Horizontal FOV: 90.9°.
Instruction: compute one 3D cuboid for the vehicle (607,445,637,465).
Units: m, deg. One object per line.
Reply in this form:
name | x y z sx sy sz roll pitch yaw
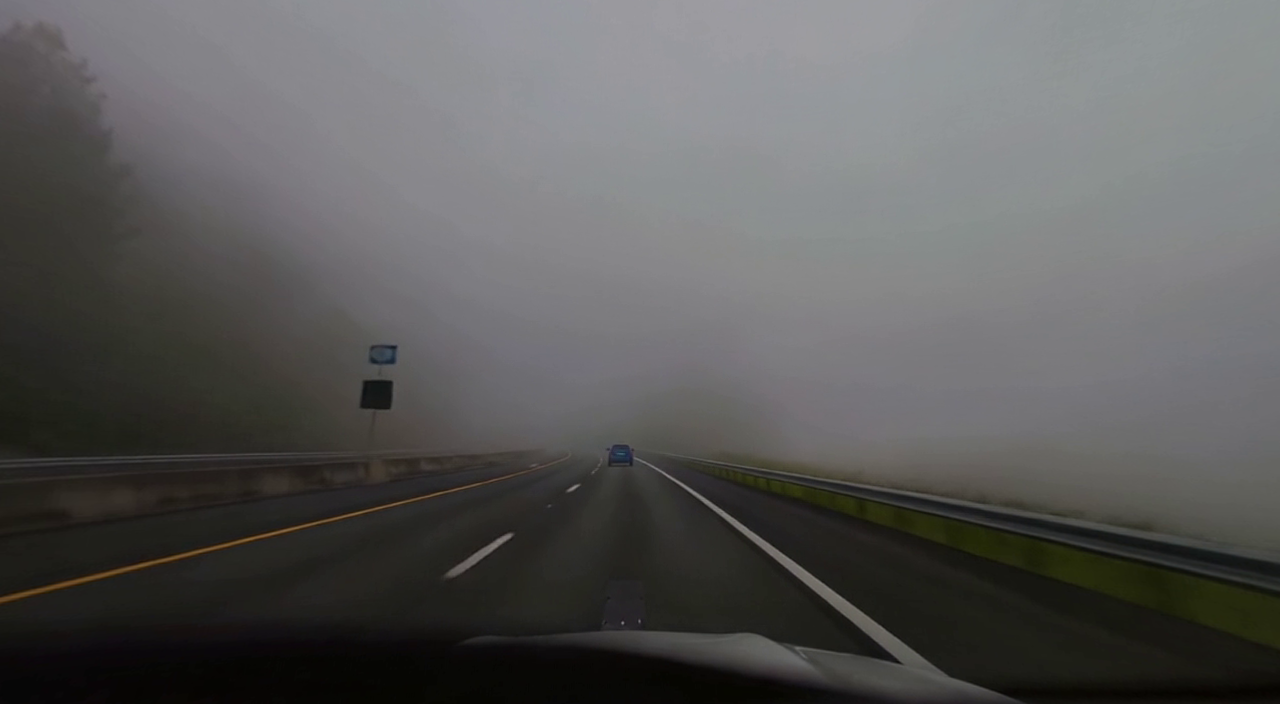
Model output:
vehicle | -1.362 7.707 47.097 2.126 1.411 4.433 0 -9 -2
